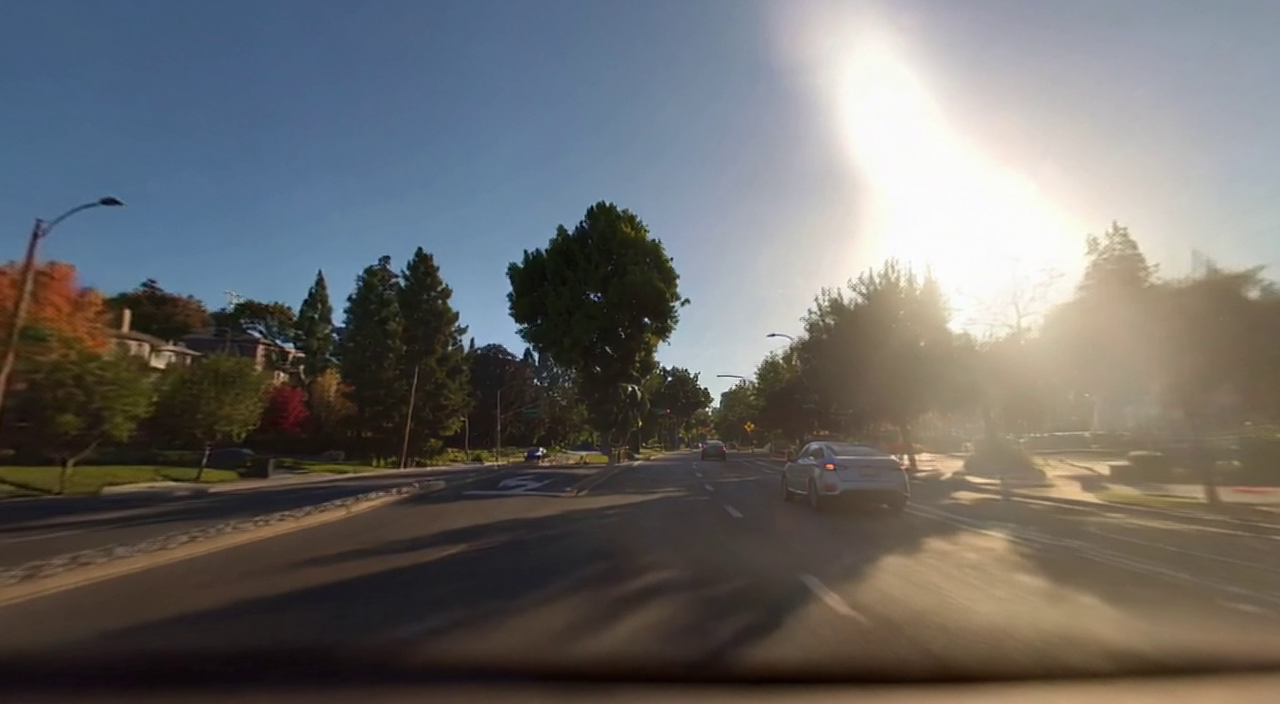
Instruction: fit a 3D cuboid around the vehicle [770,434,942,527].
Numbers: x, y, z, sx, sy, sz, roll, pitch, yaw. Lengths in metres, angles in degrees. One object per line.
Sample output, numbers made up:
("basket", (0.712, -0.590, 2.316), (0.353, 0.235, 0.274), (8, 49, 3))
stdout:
("vehicle", (3.860, 2.350, 12.120), (1.852, 1.453, 4.083), (0, -9, 0))
